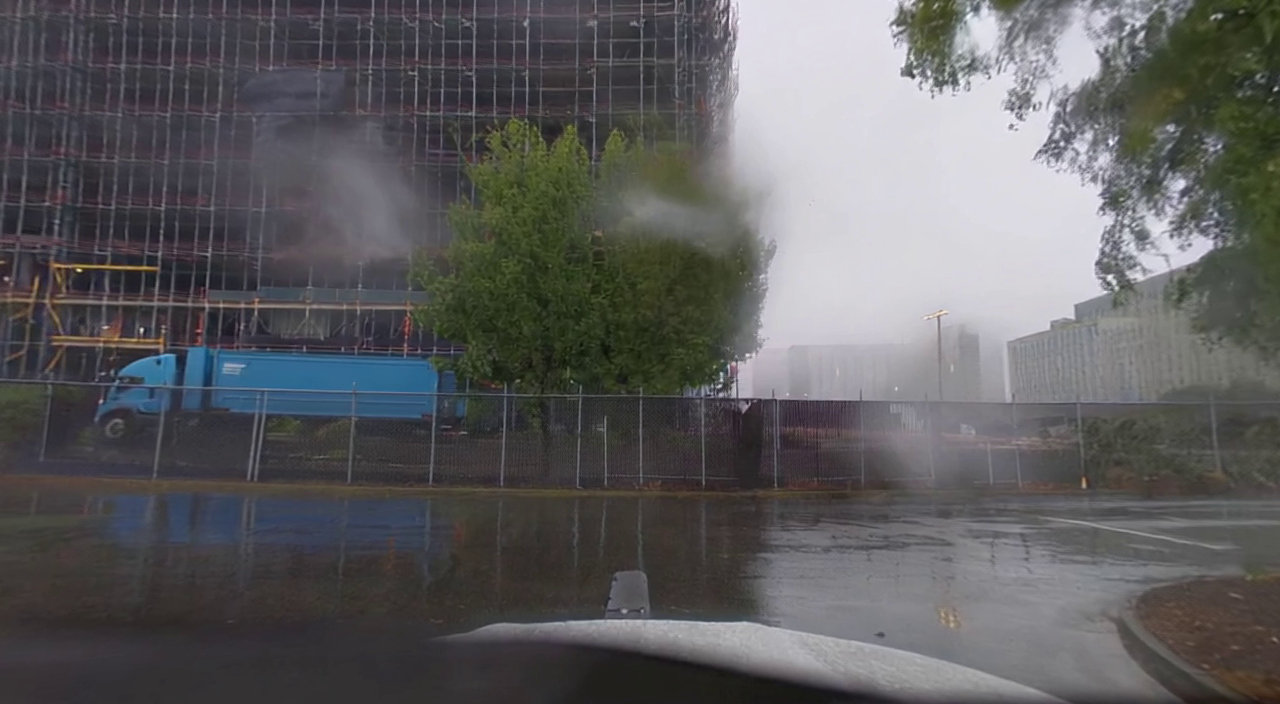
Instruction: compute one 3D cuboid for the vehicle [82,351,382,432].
[{"bbox_3d":[-22.778,2.452,36.414,14.067,4.099,2.832,3,-7,-15],"label":"vehicle"}]
